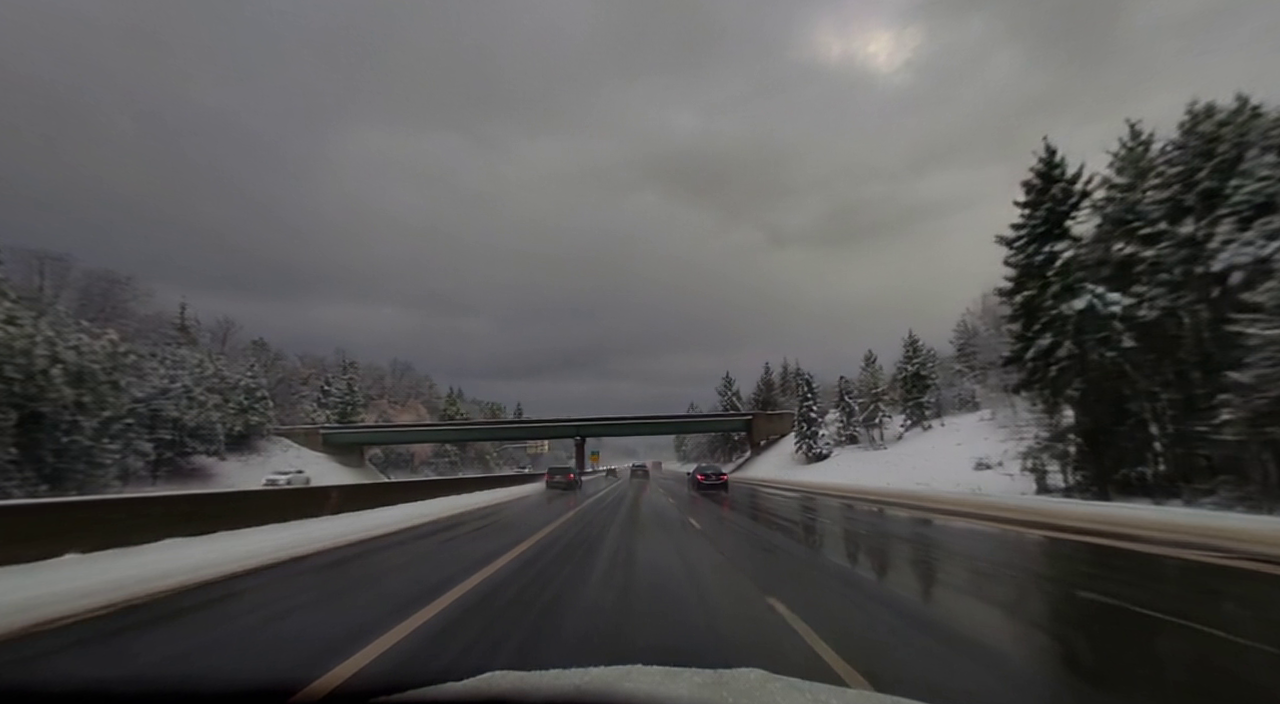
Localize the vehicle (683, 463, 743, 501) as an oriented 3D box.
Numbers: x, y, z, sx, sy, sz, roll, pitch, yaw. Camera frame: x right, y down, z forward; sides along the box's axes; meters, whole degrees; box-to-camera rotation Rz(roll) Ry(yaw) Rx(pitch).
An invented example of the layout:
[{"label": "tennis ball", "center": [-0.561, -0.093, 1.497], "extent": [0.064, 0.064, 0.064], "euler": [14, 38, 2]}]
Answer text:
[{"label": "vehicle", "center": [3.186, 5.787, 28.245], "extent": [2.092, 1.518, 4.348], "euler": [1, -10, -2]}]

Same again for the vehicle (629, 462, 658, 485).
[{"label": "vehicle", "center": [0.257, 9.600, 49.567], "extent": [2.181, 1.698, 4.056], "euler": [1, -10, 0]}]

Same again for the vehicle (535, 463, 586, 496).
[{"label": "vehicle", "center": [-3.891, 6.331, 31.374], "extent": [1.975, 1.486, 3.903], "euler": [1, -10, 0]}]

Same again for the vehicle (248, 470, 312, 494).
[{"label": "vehicle", "center": [-28.181, 10.172, 49.334], "extent": [2.133, 1.712, 4.547], "euler": [0, -10, 2]}]
